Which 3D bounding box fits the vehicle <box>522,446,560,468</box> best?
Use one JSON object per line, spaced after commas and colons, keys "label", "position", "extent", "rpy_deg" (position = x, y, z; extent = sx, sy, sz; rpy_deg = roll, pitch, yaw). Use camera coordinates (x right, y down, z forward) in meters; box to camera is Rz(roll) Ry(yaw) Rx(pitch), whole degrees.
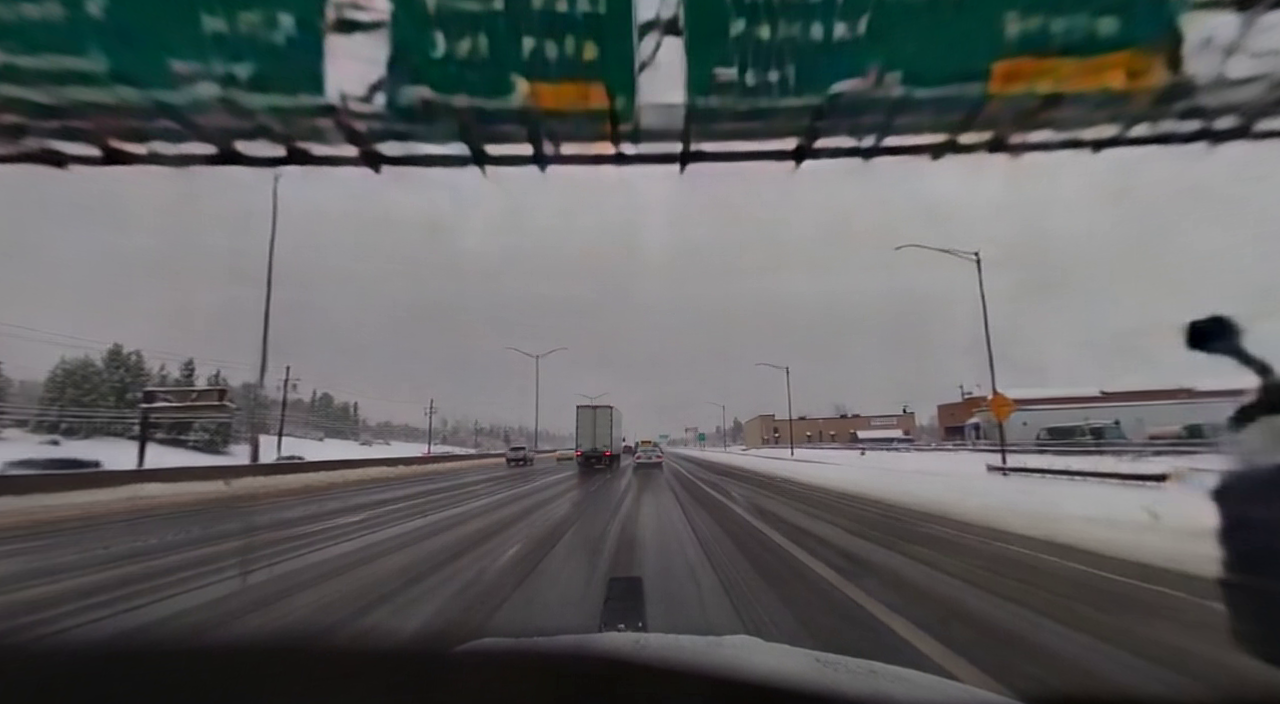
{"label": "vehicle", "position": [-7.015, 7.439, 44.983], "extent": [1.945, 1.482, 4.109], "rpy_deg": [0, -8, 1]}

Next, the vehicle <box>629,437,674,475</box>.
{"label": "vehicle", "position": [0.601, 5.560, 33.933], "extent": [2.279, 1.837, 4.747], "rpy_deg": [0, -8, 1]}
